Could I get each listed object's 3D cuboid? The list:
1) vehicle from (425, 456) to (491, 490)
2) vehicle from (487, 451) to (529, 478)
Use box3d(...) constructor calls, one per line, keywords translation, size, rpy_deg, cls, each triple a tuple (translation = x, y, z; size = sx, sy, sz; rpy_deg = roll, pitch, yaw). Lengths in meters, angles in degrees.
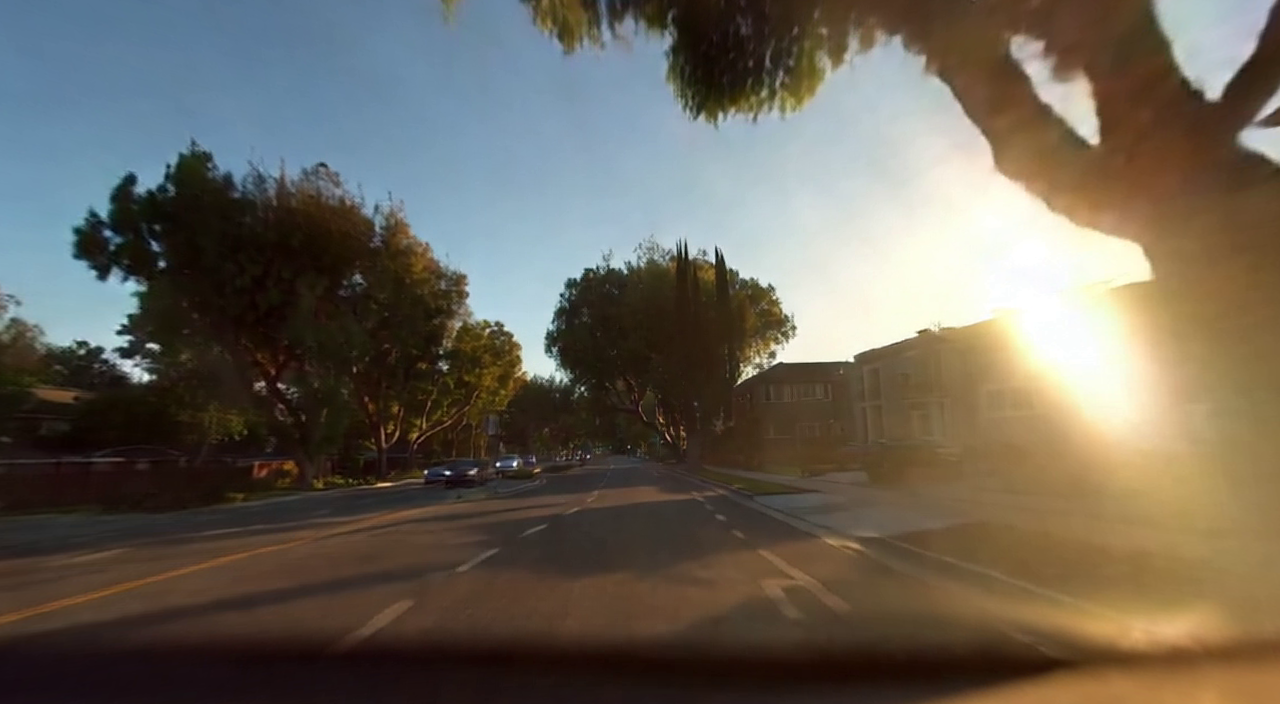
box3d(translation=(-8.880, 5.911, 31.088), size=(2.050, 1.486, 4.512), rpy_deg=(0, -8, -2), cls="vehicle")
box3d(translation=(-9.550, 8.172, 45.896), size=(2.057, 1.805, 4.933), rpy_deg=(0, -9, 0), cls="vehicle")
